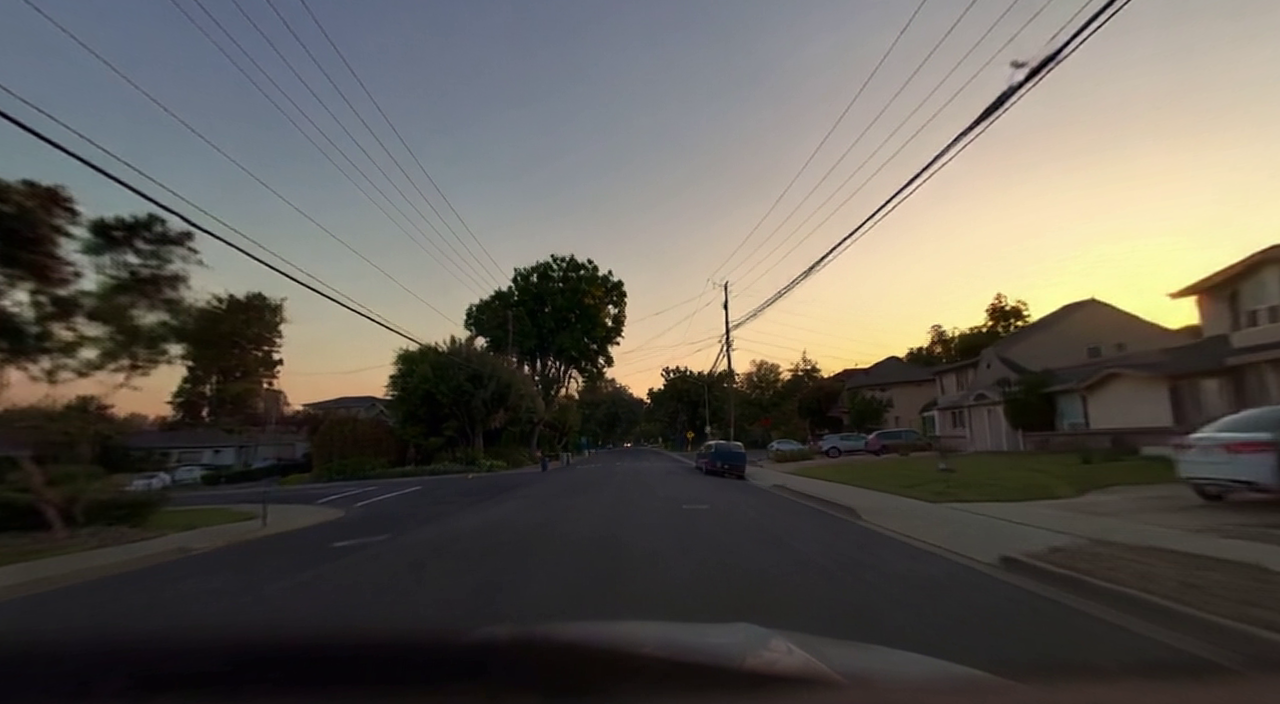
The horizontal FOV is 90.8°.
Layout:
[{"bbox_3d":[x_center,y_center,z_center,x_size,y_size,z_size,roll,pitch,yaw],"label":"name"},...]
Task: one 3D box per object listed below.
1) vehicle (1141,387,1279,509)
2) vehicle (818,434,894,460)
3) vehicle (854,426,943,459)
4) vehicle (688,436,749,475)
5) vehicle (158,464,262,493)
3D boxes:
[{"bbox_3d":[11.223,1.534,10.173,4.528,1.752,1.982,0,-8,1],"label":"vehicle"},{"bbox_3d":[13.687,6.025,40.191,4.116,1.435,1.920,-2,-8,1],"label":"vehicle"},{"bbox_3d":[15.164,5.320,37.228,4.283,1.660,2.035,-3,-6,0],"label":"vehicle"},{"bbox_3d":[3.613,4.871,29.989,2.134,1.720,4.515,0,-8,-3],"label":"vehicle"},{"bbox_3d":[-24.041,7.081,35.405,4.479,1.475,1.842,0,-8,2],"label":"vehicle"}]
